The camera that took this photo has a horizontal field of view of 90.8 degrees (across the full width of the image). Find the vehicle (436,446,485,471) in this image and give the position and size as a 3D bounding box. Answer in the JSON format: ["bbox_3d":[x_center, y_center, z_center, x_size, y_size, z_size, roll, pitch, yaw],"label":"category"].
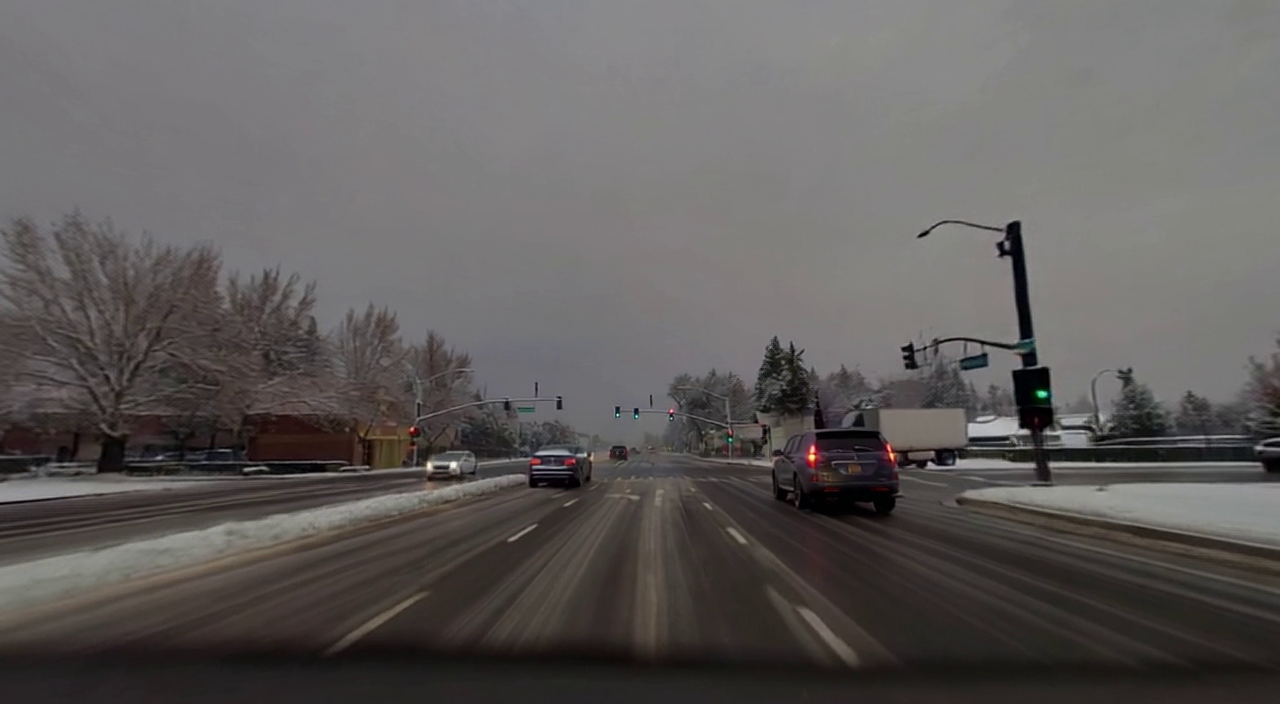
[{"bbox_3d":[-13.953,8.279,49.472,2.227,1.768,5.034,-1,-9,2],"label":"vehicle"}]

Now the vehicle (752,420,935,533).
[{"bbox_3d":[3.493,2.232,11.843,1.982,1.711,4.276,0,-9,0],"label":"vehicle"}]

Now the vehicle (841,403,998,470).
[{"bbox_3d":[15.064,4.607,34.477,7.195,3.468,2.597,0,-9,-2],"label":"vehicle"}]

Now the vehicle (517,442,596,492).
[{"bbox_3d":[-2.705,3.863,21.542,2.034,1.498,3.995,-1,-9,2],"label":"vehicle"}]
